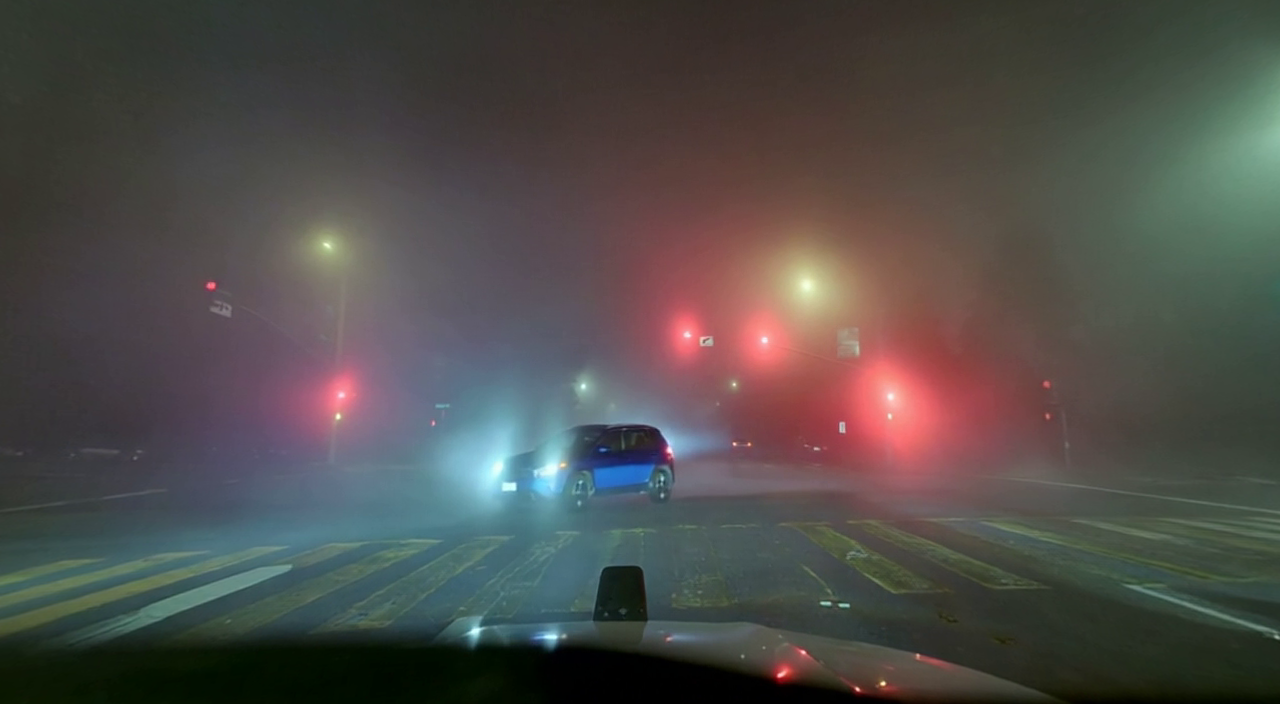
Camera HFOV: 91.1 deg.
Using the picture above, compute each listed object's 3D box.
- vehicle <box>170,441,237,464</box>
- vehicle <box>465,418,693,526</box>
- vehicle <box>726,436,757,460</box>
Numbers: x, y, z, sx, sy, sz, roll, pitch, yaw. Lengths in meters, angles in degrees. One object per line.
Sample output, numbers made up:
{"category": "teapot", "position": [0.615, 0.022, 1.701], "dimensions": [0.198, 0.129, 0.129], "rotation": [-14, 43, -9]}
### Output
{"category": "vehicle", "position": [-29.124, 6.705, 42.036], "dimensions": [1.696, 1.431, 3.686], "rotation": [-1, -8, 3]}
{"category": "vehicle", "position": [-1.028, 2.354, 12.942], "dimensions": [2.134, 1.768, 4.580], "rotation": [-6, -10, 36]}
{"category": "vehicle", "position": [7.958, 7.555, 49.446], "dimensions": [1.994, 1.753, 4.346], "rotation": [-1, -8, 4]}
